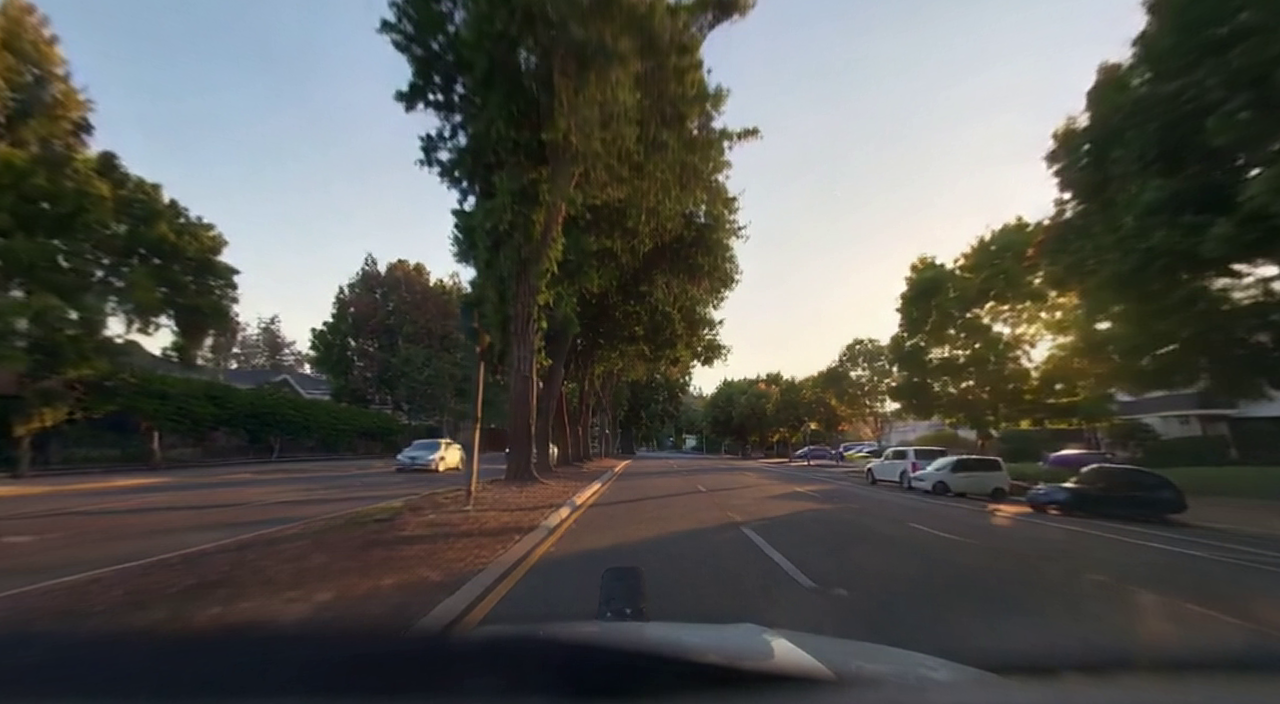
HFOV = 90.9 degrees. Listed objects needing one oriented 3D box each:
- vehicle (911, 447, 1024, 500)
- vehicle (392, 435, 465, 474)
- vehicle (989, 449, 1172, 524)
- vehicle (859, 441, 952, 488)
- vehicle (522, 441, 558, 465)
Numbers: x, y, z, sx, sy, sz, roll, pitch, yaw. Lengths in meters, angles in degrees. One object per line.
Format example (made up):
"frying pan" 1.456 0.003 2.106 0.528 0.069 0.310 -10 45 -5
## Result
"vehicle" 11.667 4.297 22.783 1.869 1.522 4.295 4 -8 1
"vehicle" -10.983 5.343 33.196 2.176 1.896 4.800 0 -8 0
"vehicle" 11.571 3.491 16.986 2.061 1.575 4.098 4 -8 1
"vehicle" 11.844 4.999 28.552 2.178 1.858 4.726 2 -8 0
"vehicle" -7.136 7.214 45.345 1.934 1.619 3.991 0 -8 0
